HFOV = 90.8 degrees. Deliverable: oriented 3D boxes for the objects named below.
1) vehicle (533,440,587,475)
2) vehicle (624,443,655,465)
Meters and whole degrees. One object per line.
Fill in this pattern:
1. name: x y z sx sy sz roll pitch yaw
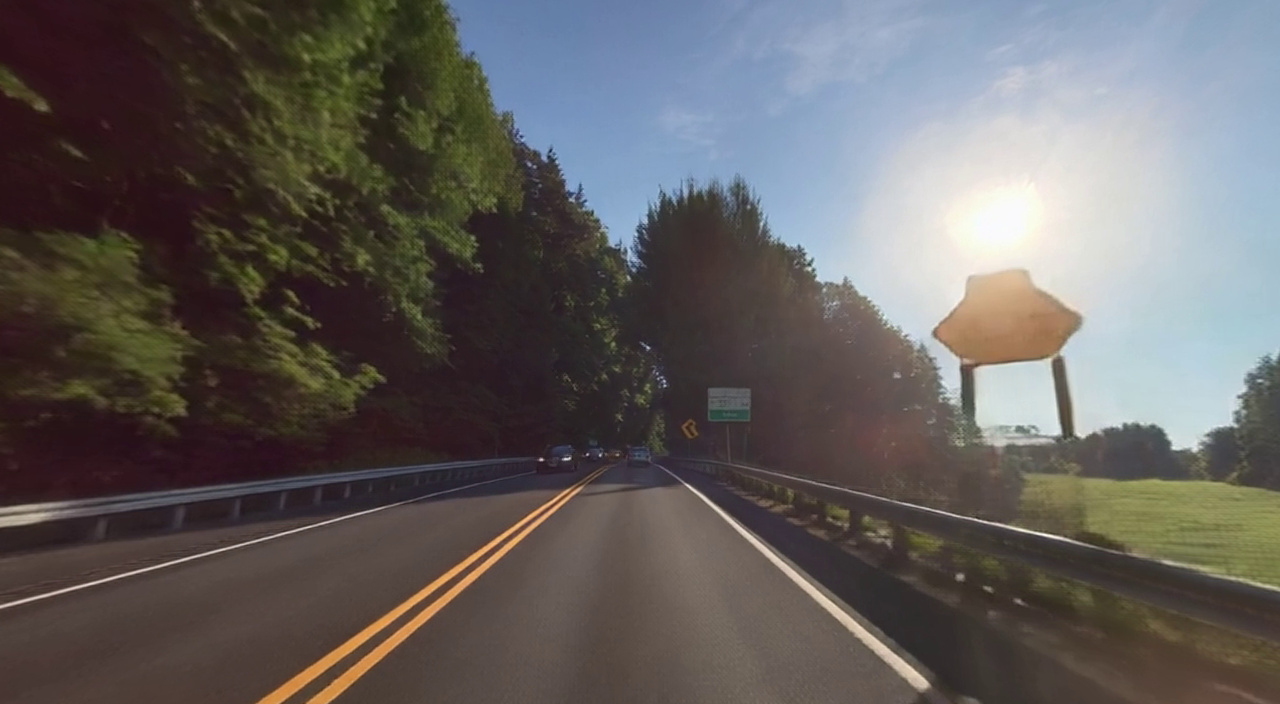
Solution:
1. vehicle: -3.827 5.098 30.762 1.987 1.526 4.205 0 -8 1
2. vehicle: -0.055 7.271 45.265 2.067 1.486 3.861 0 -8 0
